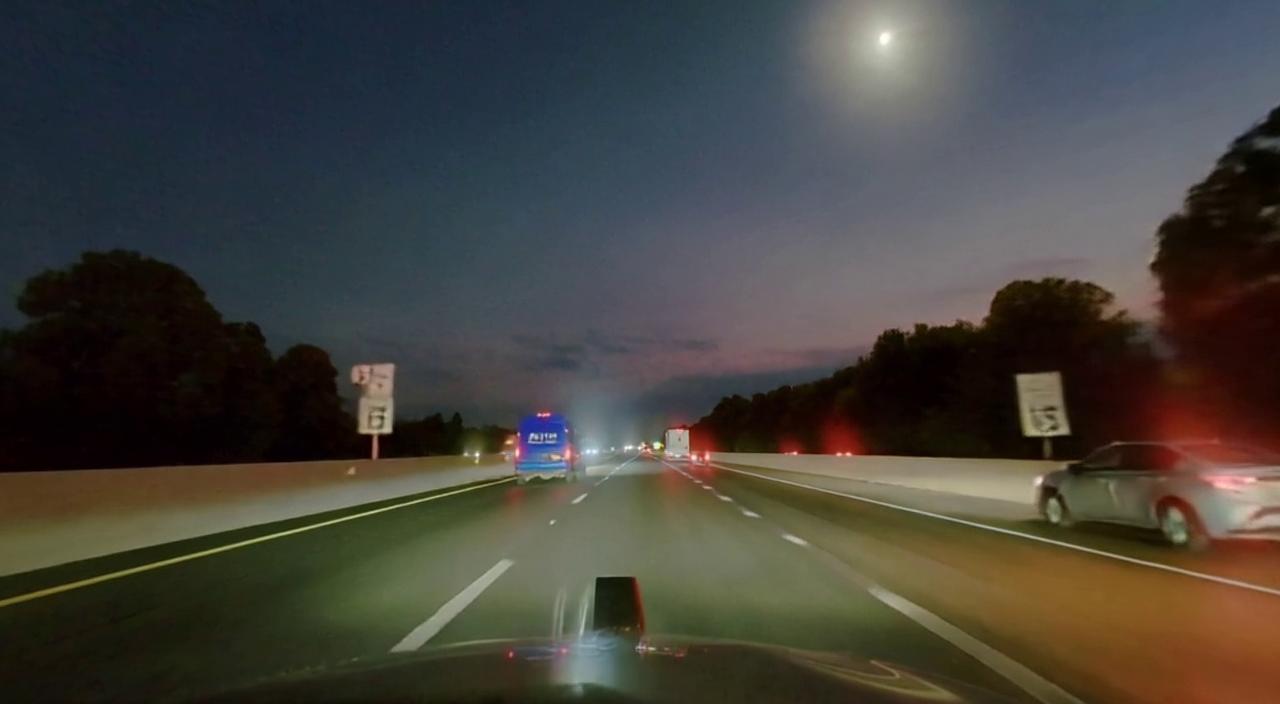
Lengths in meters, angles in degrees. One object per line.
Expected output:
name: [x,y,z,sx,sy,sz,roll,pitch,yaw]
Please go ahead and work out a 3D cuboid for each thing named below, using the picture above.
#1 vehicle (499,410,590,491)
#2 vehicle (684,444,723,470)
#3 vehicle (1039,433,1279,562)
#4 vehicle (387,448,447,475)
vehicle: [-3.399,3.757,24.199,2.380,2.648,6.879,0,-9,0]
vehicle: [4.186,7.024,42.410,2.066,1.638,4.158,0,-9,-1]
vehicle: [8.343,1.995,9.285,1.838,1.490,4.460,0,-9,-3]
vehicle: [-12.930,6.373,36.884,1.842,1.474,4.473,0,-9,0]
